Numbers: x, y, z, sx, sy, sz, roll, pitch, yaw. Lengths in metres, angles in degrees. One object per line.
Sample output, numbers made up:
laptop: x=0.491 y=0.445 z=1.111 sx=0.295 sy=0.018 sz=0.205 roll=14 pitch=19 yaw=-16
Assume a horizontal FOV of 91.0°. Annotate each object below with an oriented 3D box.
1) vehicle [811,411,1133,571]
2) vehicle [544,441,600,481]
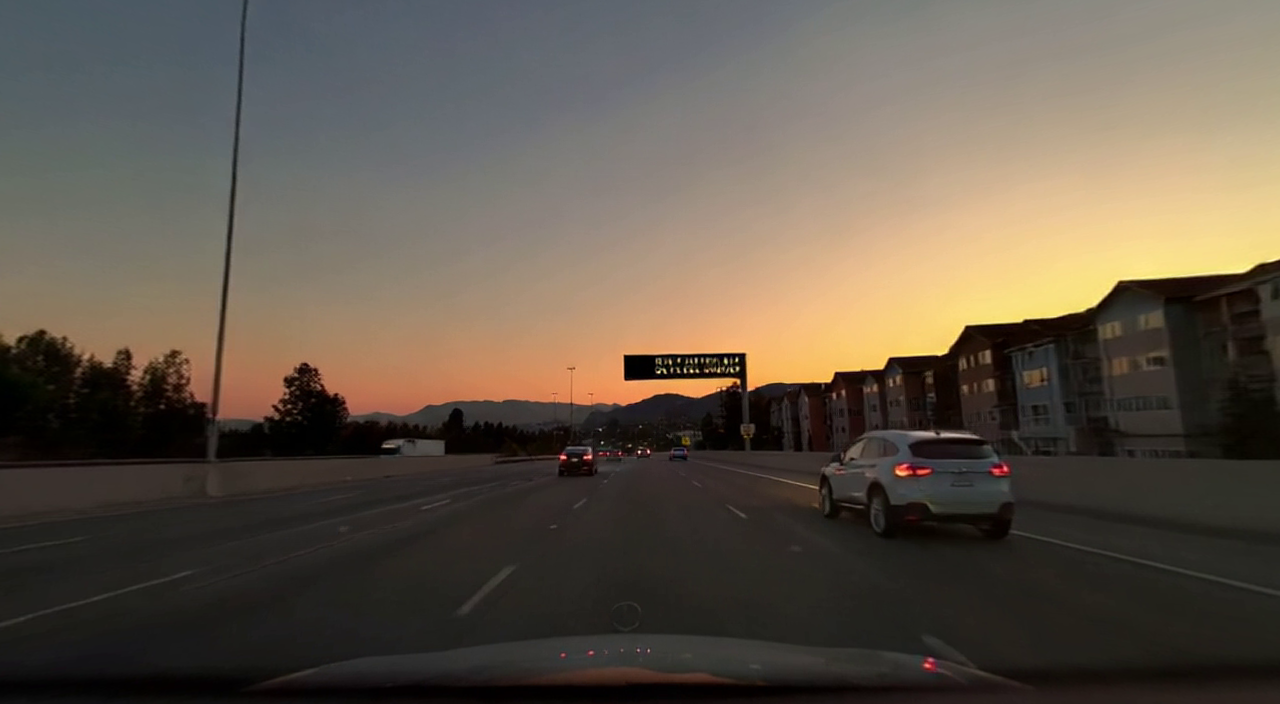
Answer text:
vehicle: x=4.284 y=1.875 z=9.282 sx=2.170 sy=1.733 sz=4.631 roll=0 pitch=-9 yaw=0
vehicle: x=-3.112 y=5.123 z=29.898 sx=2.075 sy=1.721 sz=4.763 roll=0 pitch=-9 yaw=1
